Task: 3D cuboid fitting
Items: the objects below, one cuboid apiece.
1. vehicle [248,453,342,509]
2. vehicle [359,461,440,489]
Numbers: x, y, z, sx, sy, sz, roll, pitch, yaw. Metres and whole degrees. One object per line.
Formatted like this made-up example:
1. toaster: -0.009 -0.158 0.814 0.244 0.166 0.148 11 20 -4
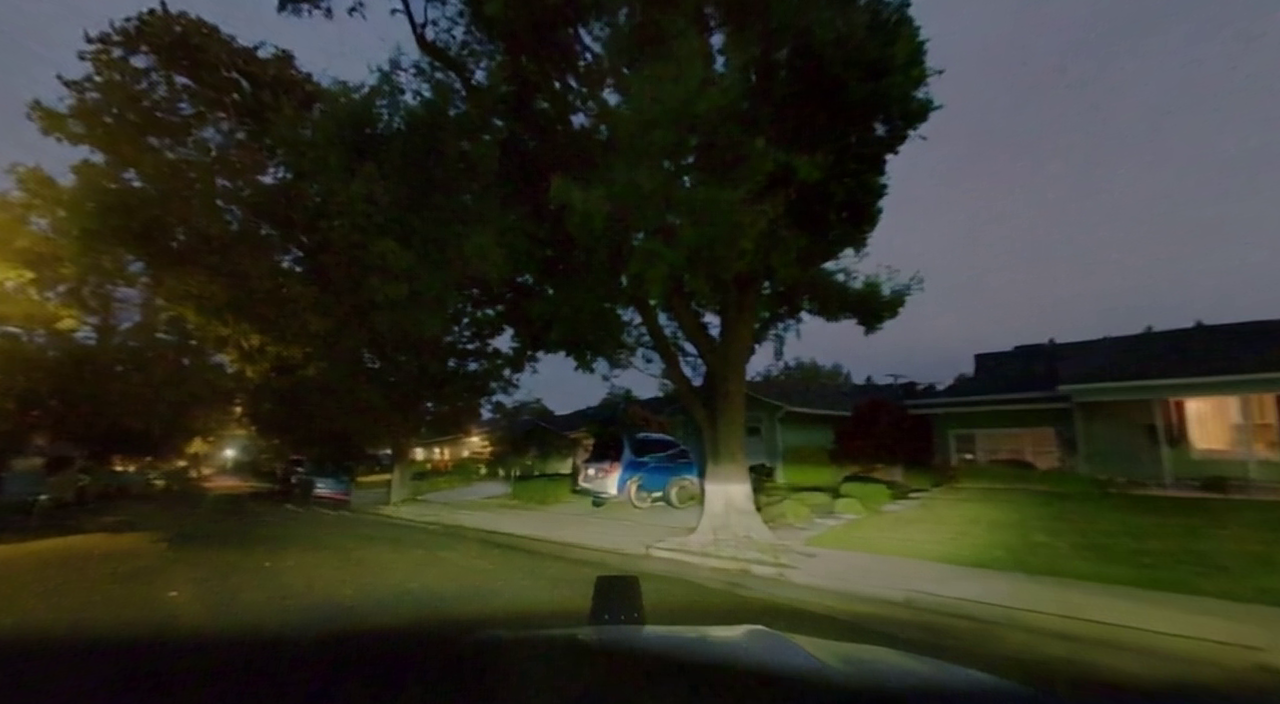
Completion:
1. vehicle: -12.867 4.677 23.275 2.163 1.760 4.591 7 -11 -38
2. vehicle: -14.662 7.500 38.381 4.457 1.510 1.762 4 -9 -23
